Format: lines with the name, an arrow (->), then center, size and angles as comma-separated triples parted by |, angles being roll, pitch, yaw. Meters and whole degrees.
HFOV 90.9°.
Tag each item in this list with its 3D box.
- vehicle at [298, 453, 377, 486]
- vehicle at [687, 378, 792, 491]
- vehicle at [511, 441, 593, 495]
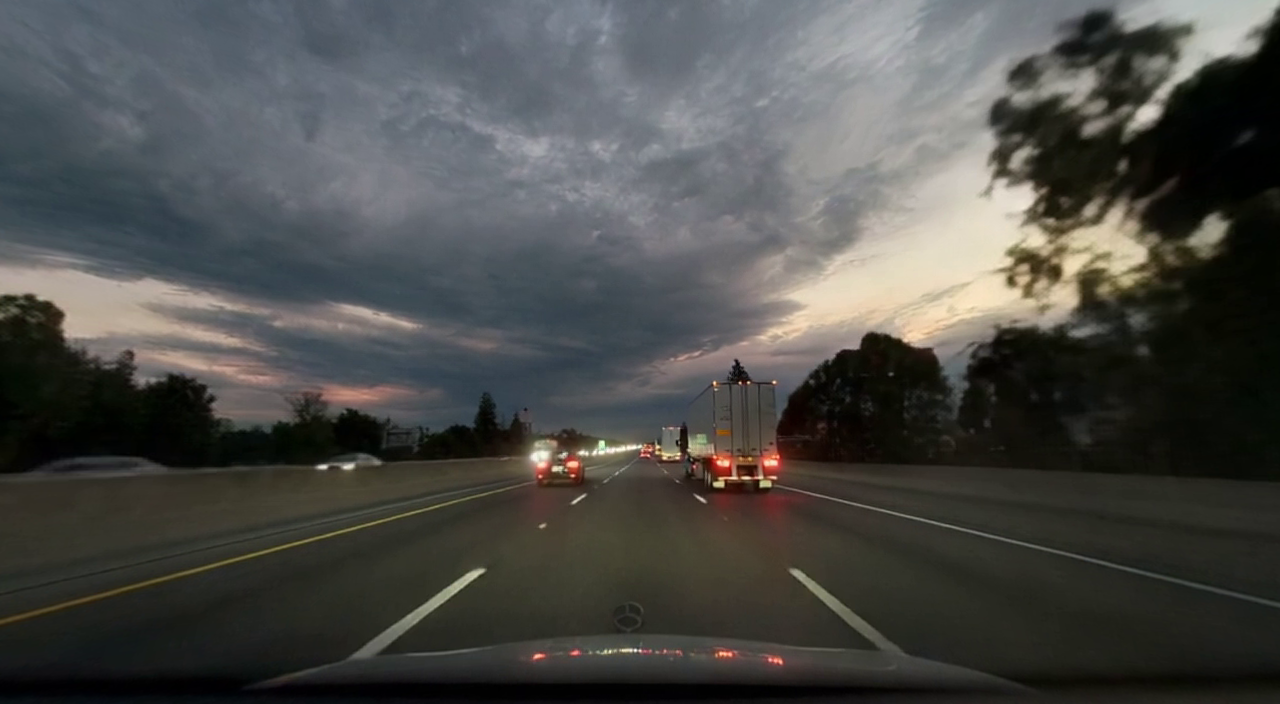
vehicle -> -15.843, 6.155, 33.311 | 1.928, 1.577, 4.444 | 0, -9, 0
vehicle -> 4.282, 4.226, 30.988 | 2.826, 4.269, 14.176 | 0, -9, 0
vehicle -> -3.157, 4.312, 23.823 | 2.291, 1.788, 4.825 | 0, -9, 1
